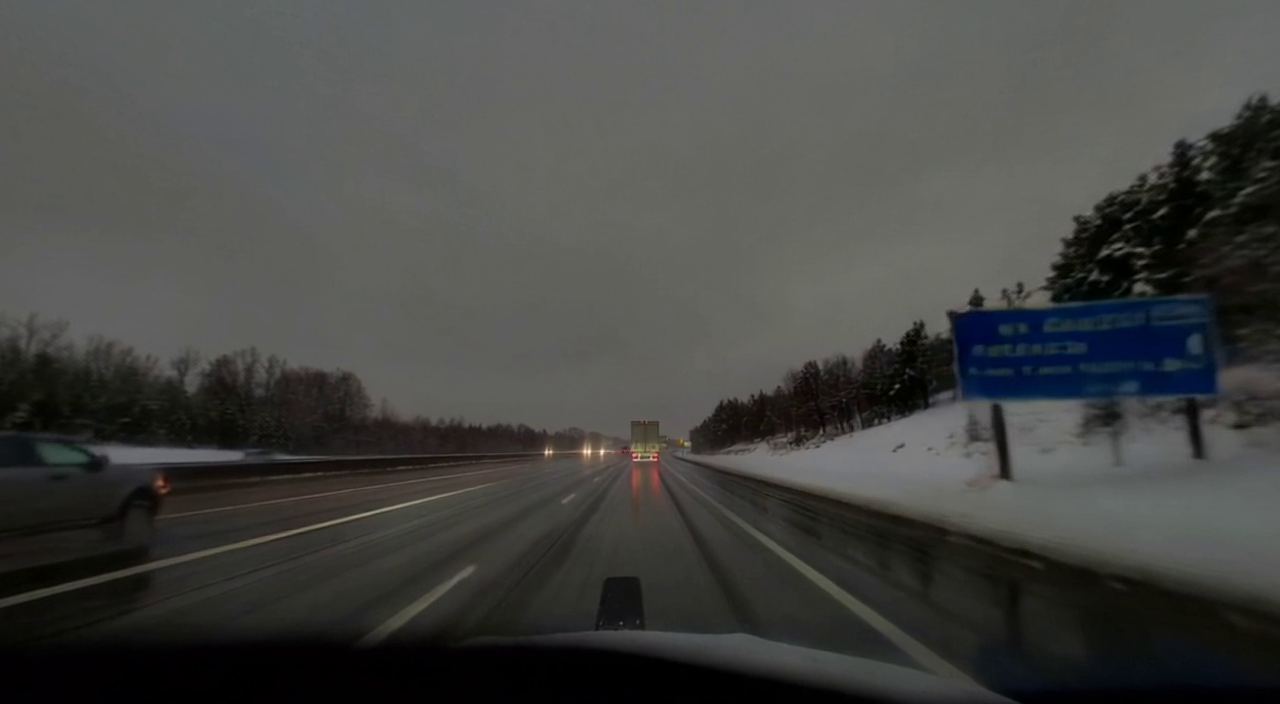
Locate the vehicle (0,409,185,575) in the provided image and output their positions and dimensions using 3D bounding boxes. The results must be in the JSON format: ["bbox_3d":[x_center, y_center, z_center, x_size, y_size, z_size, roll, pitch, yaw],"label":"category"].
[{"bbox_3d":[-7.579,1.458,6.578,2.067,1.676,4.789,0,-9,0],"label":"vehicle"}]

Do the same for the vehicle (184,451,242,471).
[{"bbox_3d":[-32.702,8.350,48.467,1.731,1.433,3.752,-1,-9,2],"label":"vehicle"}]
